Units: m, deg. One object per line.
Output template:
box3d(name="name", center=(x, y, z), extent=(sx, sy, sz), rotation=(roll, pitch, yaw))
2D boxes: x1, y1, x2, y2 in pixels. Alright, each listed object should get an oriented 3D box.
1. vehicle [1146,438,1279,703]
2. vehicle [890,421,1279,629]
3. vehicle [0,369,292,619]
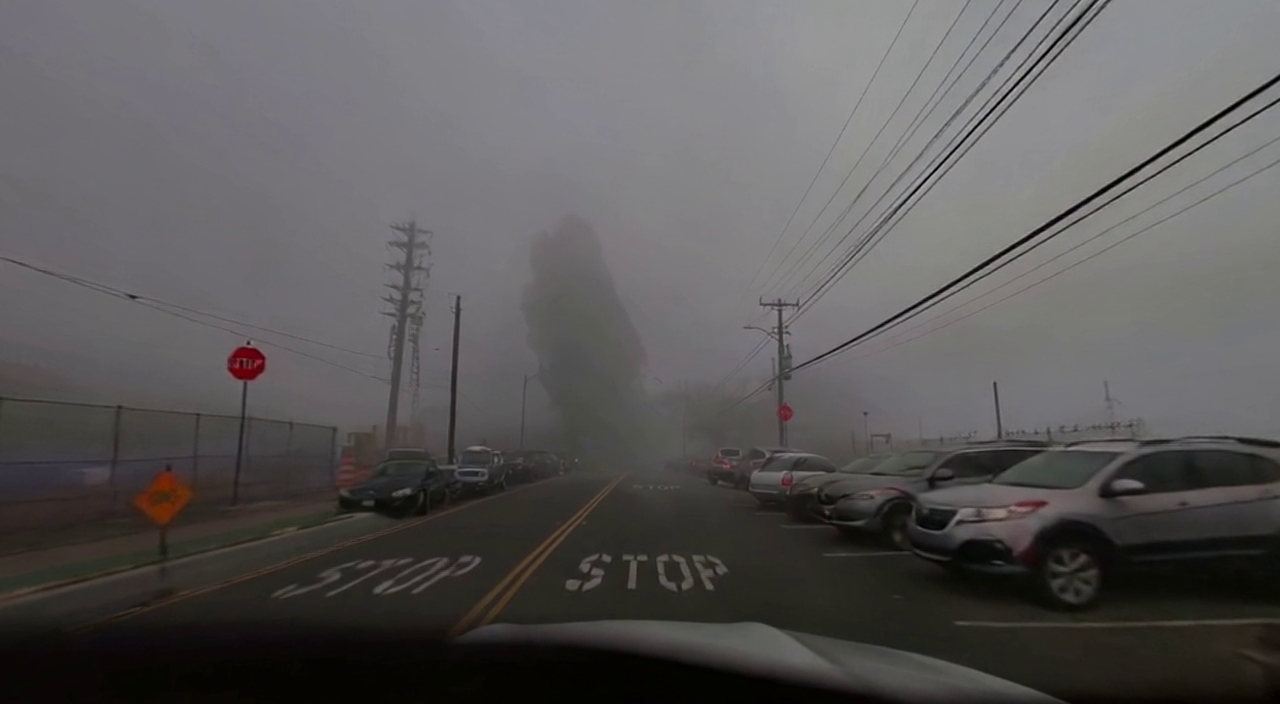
box3d(name="vehicle", center=(4.854, 0.998, 2.180), extent=(4.659, 1.421, 1.771), rotation=(0, -9, -1))
box3d(name="vehicle", center=(4.896, 1.516, 6.064), extent=(4.104, 1.603, 1.968), rotation=(0, -9, -1))
box3d(name="vehicle", center=(-6.498, 1.264, 6.279), extent=(4.727, 1.976, 1.970), rotation=(3, -11, 1))
